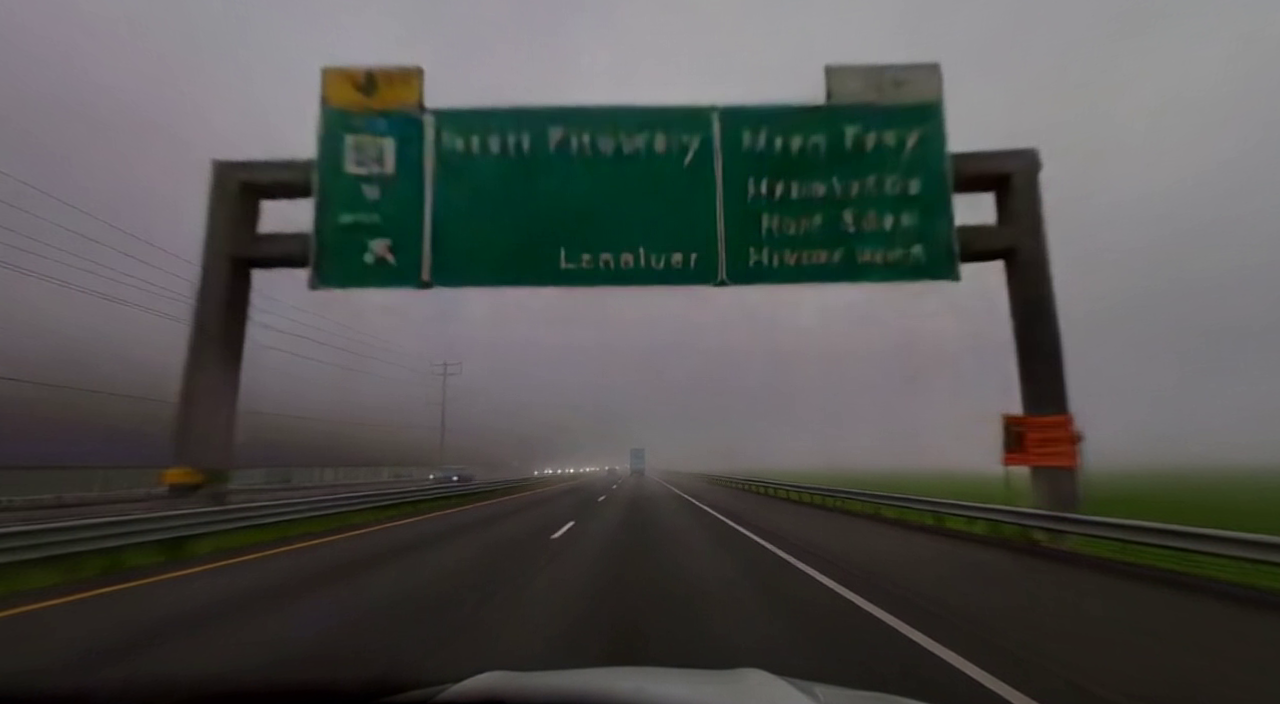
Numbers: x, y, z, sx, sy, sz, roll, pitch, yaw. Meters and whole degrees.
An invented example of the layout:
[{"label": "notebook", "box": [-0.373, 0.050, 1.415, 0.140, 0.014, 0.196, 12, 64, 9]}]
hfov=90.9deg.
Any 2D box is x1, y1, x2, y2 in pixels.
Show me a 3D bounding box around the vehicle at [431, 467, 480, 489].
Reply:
[{"label": "vehicle", "box": [-12.569, 8.601, 43.149, 1.945, 1.434, 4.412, 1, -10, 0]}]
